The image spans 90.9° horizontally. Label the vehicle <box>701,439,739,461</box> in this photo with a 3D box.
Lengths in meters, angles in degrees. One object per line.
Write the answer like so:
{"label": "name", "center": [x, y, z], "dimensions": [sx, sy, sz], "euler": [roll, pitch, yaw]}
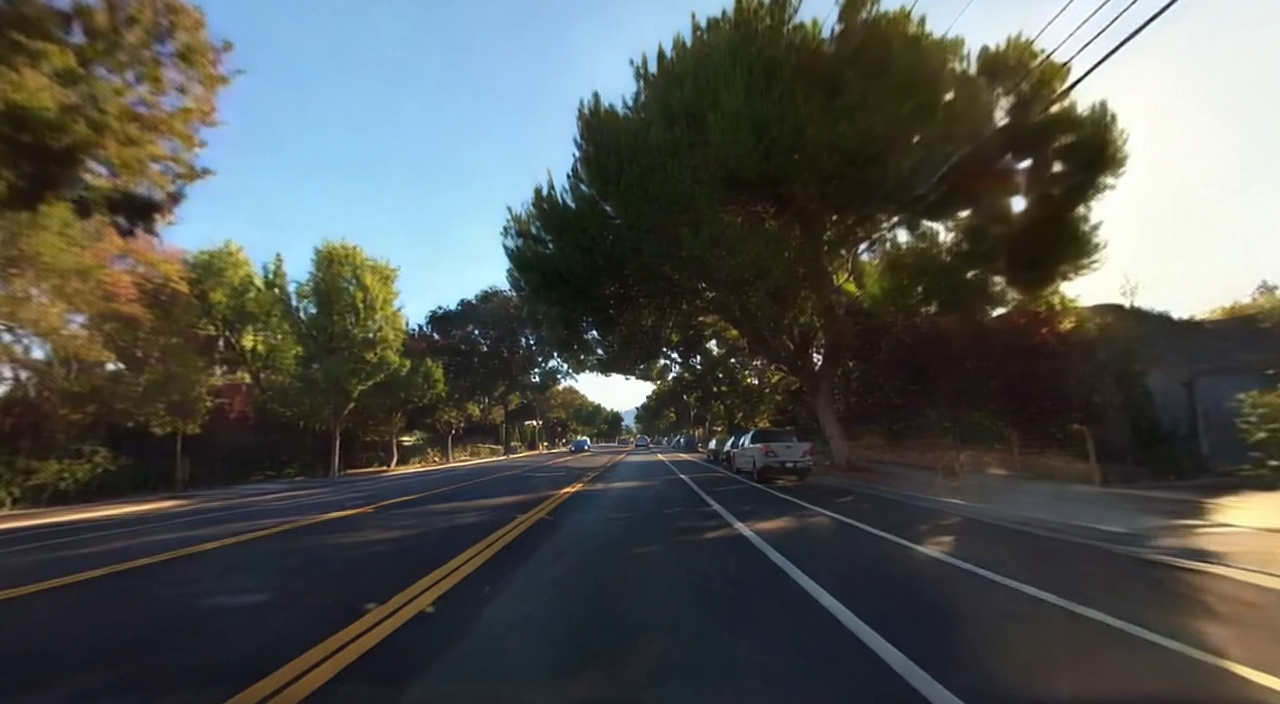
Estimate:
{"label": "vehicle", "center": [5.588, 6.952, 44.673], "dimensions": [1.935, 1.453, 4.488], "euler": [0, -8, -3]}

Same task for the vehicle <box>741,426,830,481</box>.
{"label": "vehicle", "center": [5.223, 3.728, 23.401], "dimensions": [2.160, 1.800, 4.646], "euler": [0, -8, 0]}
